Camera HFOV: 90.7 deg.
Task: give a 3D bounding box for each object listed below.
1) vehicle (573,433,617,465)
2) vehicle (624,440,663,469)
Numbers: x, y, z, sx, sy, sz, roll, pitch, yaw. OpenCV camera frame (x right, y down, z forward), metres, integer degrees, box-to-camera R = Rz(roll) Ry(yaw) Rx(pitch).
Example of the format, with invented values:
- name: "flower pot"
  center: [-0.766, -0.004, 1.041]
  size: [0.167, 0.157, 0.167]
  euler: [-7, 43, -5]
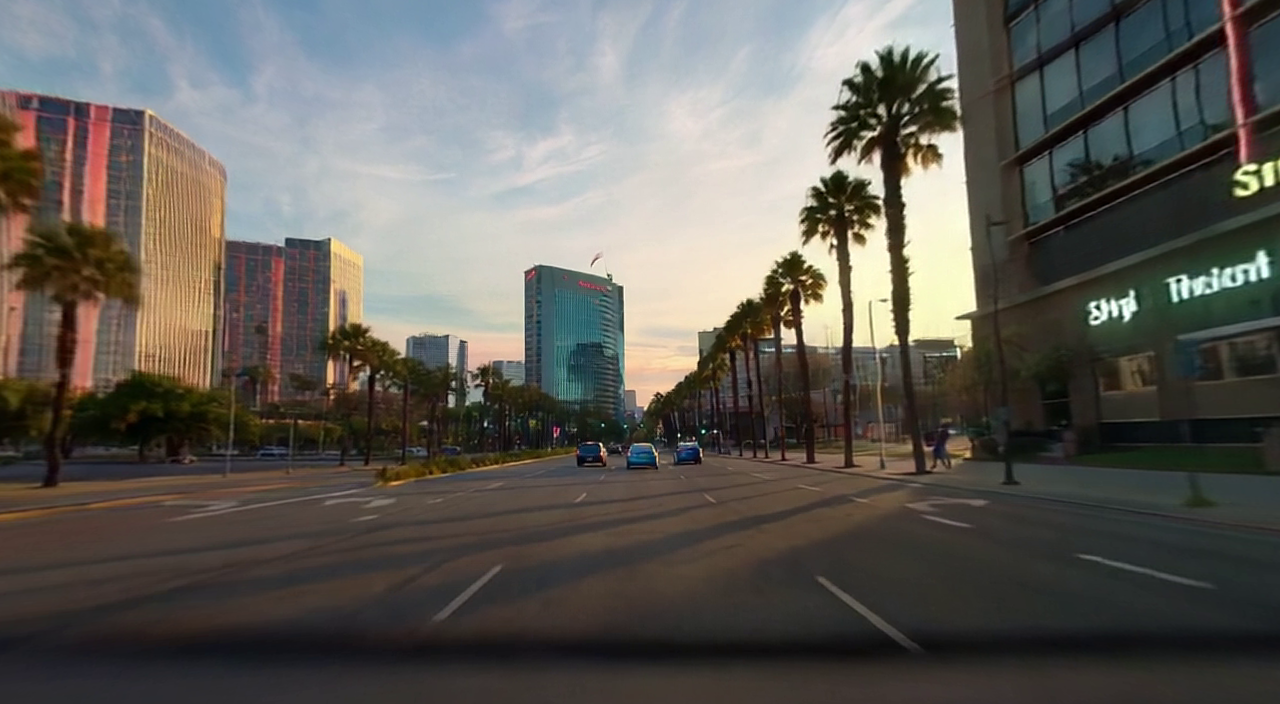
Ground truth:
- name: "vehicle"
  center: [-3.128, 6.921, 45.207]
  size: [2.672, 2.064, 5.681]
  euler: [0, -9, 1]
- name: "vehicle"
  center: [0.214, 6.014, 37.224]
  size: [2.160, 1.615, 4.117]
  euler: [0, -9, 0]
